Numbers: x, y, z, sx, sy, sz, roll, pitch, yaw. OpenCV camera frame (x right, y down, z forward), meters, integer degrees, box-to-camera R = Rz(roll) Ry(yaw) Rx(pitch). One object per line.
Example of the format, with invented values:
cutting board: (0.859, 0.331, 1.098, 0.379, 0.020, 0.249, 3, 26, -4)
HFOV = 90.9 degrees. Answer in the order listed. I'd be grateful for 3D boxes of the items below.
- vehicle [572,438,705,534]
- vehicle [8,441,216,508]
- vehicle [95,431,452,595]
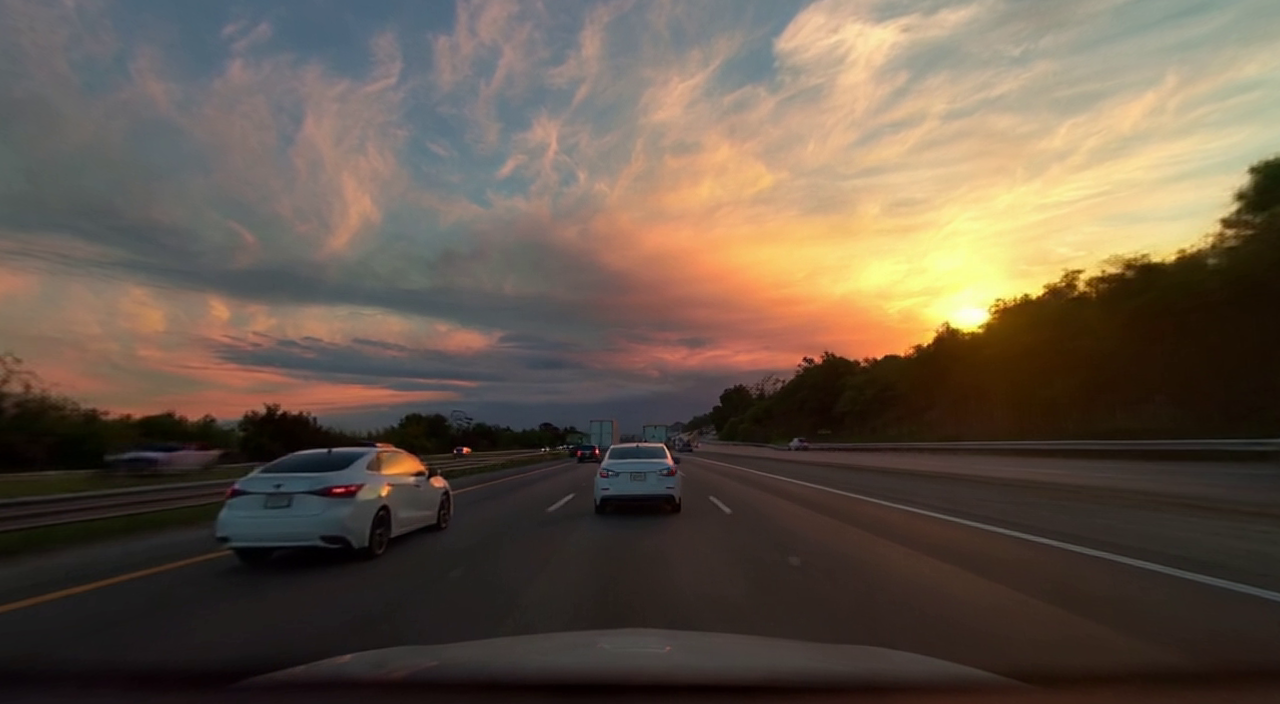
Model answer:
vehicle: (-0.037, 2.390, 11.785, 2.057, 1.449, 3.931, 0, -9, 0)
vehicle: (-15.007, 3.478, 18.362, 1.998, 1.685, 4.606, 0, -9, 1)
vehicle: (-4.063, 1.841, 8.081, 1.929, 1.509, 4.331, 0, -9, 1)
